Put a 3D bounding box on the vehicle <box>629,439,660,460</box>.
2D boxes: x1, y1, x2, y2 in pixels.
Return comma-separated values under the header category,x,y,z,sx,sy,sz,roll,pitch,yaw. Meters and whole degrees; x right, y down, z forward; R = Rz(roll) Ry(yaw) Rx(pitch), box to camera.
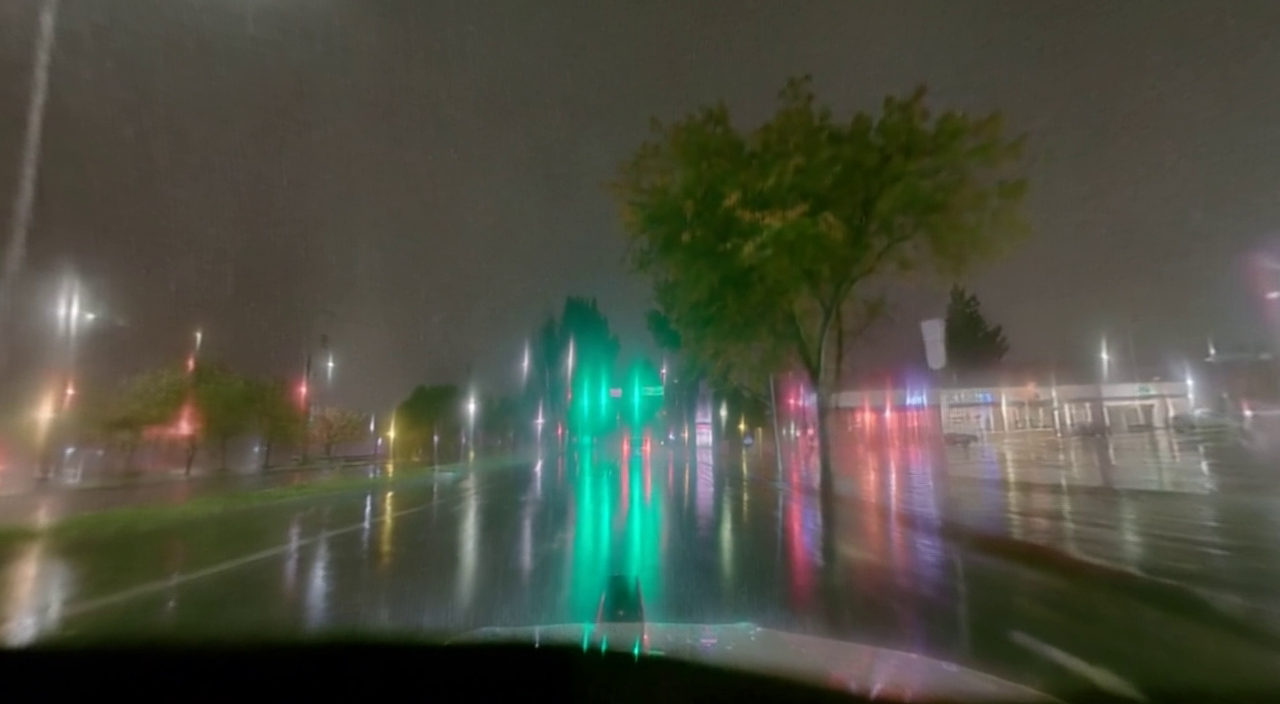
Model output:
category,x,y,z,sx,sy,sz,roll,pitch,yaw
vehicle,0.306,6.995,45.432,2.115,1.461,3.976,0,-8,-1
